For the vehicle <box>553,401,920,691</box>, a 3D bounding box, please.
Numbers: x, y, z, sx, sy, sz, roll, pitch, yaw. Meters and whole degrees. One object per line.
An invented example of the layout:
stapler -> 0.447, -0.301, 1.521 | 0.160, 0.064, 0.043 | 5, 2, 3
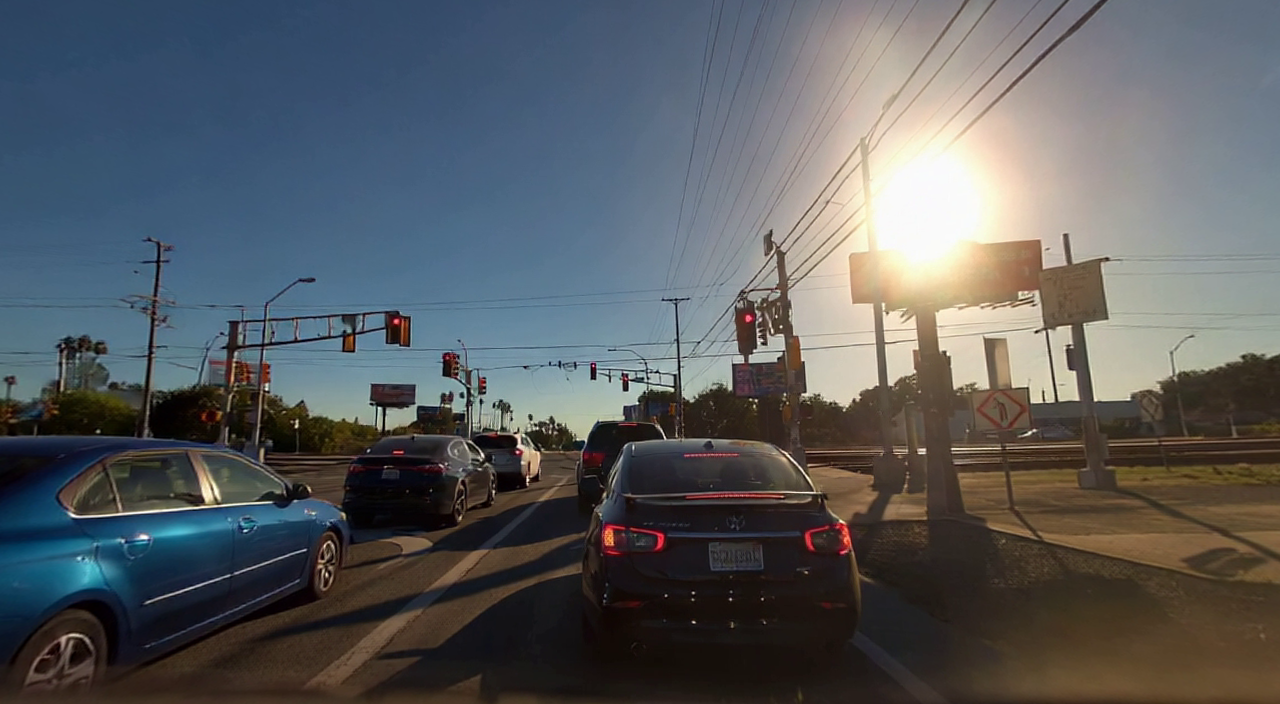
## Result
vehicle -> 0.409, 1.335, 5.462 | 1.998, 1.529, 3.960 | 1, -9, -4

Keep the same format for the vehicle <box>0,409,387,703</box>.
vehicle -> -3.709, 1.248, 4.446 | 1.956, 1.468, 4.585 | 0, -9, 0

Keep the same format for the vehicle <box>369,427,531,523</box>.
vehicle -> -3.365, 2.263, 12.082 | 1.984, 1.505, 3.982 | 0, -9, -2
